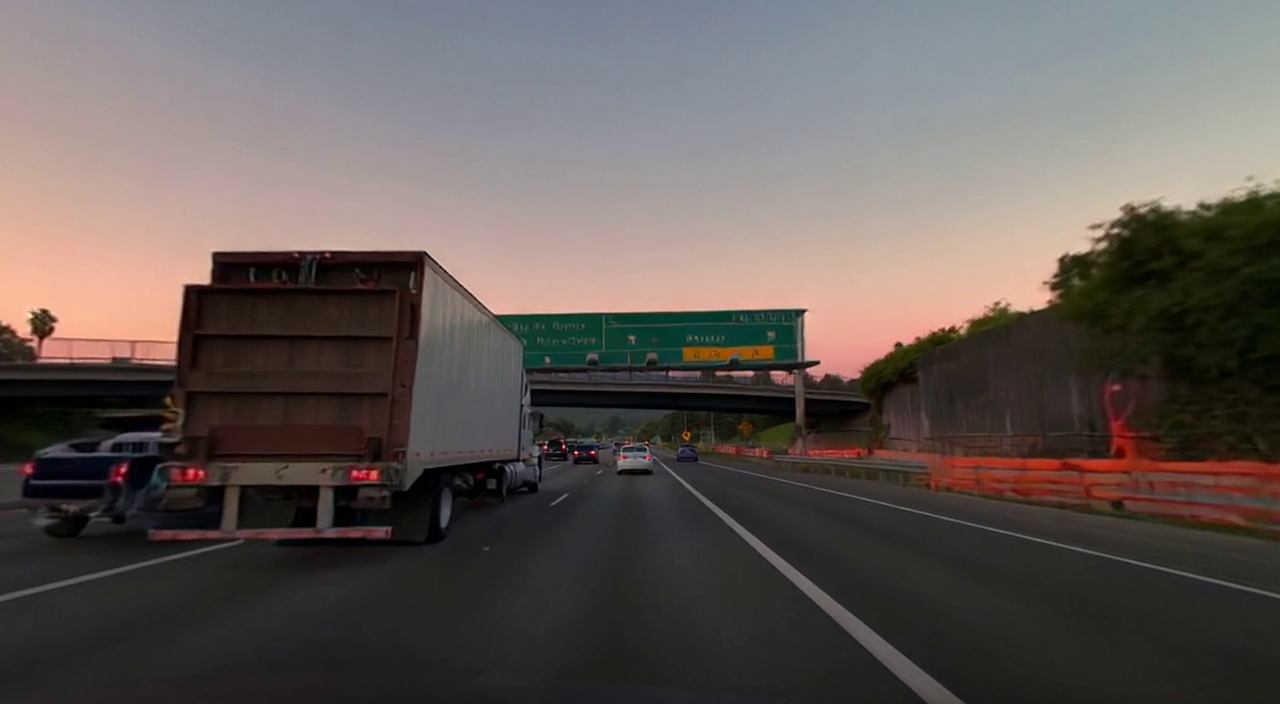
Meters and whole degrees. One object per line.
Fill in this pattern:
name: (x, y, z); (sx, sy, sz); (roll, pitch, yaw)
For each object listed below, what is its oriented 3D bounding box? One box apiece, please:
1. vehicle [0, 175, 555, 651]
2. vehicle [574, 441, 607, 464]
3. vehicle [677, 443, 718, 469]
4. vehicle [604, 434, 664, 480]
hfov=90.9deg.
vehicle: (-3.683, 1.142, 9.849); (3.075, 3.276, 11.073); (0, -8, 1)
vehicle: (-3.746, 7.642, 48.208); (2.124, 1.639, 4.344); (0, -8, 1)
vehicle: (3.386, 6.215, 38.028); (2.003, 1.465, 4.092); (0, -8, -1)
vehicle: (-0.221, 4.280, 25.961); (2.270, 1.696, 4.061); (0, -8, 0)
